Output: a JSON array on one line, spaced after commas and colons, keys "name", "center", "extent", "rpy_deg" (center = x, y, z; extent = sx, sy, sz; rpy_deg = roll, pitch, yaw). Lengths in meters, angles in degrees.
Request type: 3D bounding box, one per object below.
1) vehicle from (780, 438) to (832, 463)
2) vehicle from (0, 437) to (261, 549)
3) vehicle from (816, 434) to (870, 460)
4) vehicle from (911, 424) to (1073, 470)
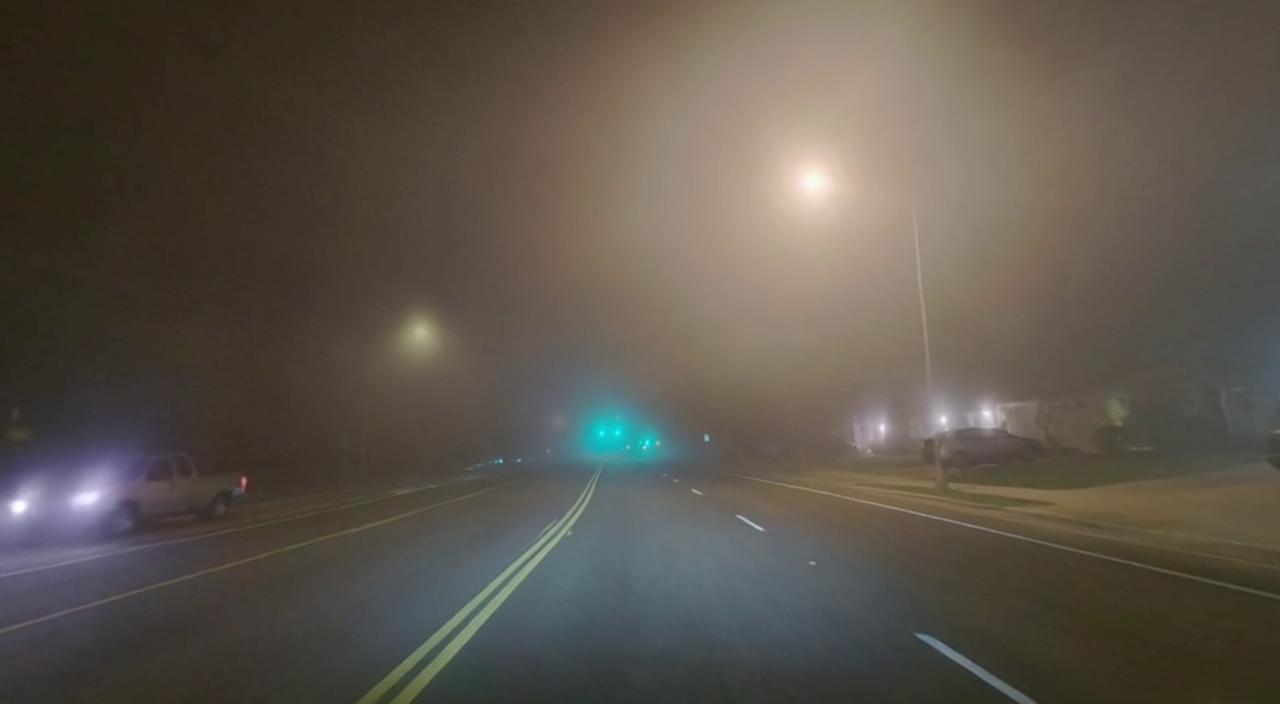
[{"name": "vehicle", "center": [10.280, 6.135, 39.414], "extent": [1.847, 1.455, 4.650], "rpy_deg": [0, -9, -1]}, {"name": "vehicle", "center": [-11.294, 3.036, 14.180], "extent": [2.347, 1.960, 5.167], "rpy_deg": [-2, -10, 0]}, {"name": "vehicle", "center": [12.772, 6.011, 39.967], "extent": [1.889, 1.499, 4.218], "rpy_deg": [0, -9, -1]}, {"name": "vehicle", "center": [12.794, 3.482, 23.194], "extent": [4.767, 1.557, 1.994], "rpy_deg": [0, -9, -2]}]
